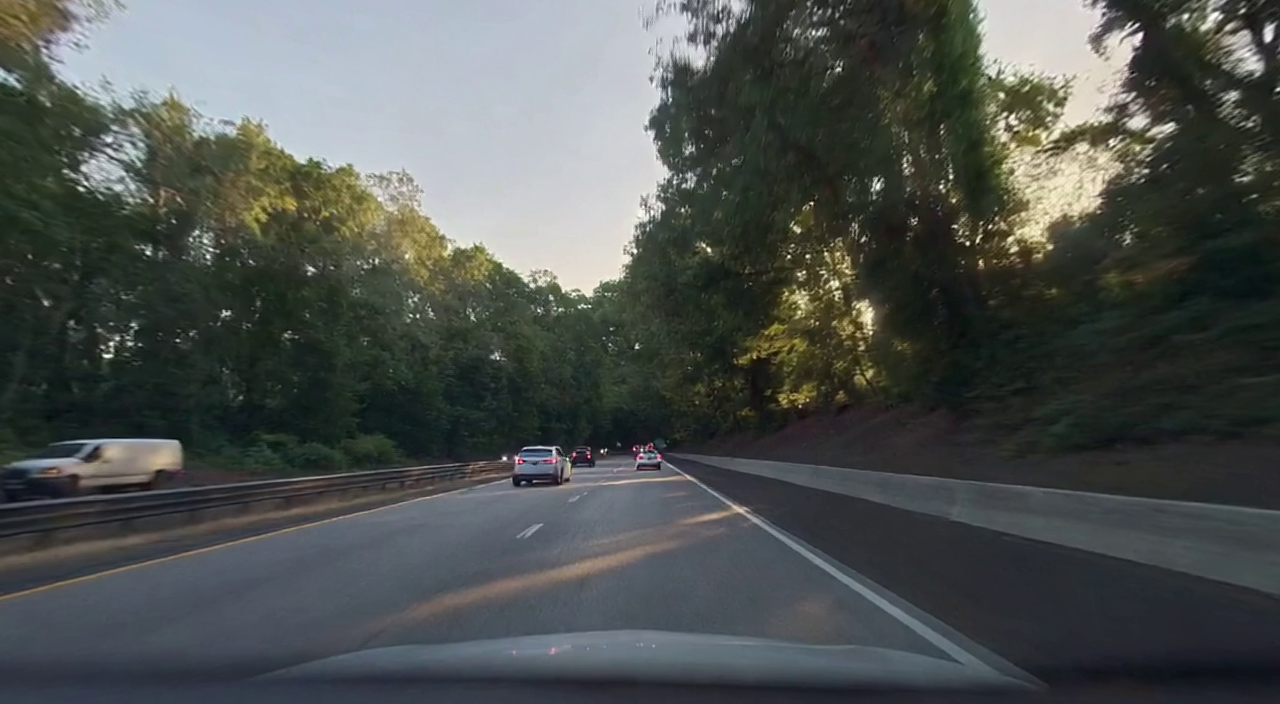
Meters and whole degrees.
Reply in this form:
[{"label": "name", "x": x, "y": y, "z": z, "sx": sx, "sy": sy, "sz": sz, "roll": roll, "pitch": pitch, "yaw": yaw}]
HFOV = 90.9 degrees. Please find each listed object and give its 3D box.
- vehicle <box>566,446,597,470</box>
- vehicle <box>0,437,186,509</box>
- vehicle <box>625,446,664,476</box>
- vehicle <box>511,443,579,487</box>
[{"label": "vehicle", "x": -4.132, "y": 7.555, "z": 45.063, "sx": 1.834, "sy": 1.615, "sz": 3.624, "roll": 0, "pitch": -9, "yaw": 1}, {"label": "vehicle", "x": -16.378, "y": 3.519, "z": 18.784, "sx": 2.052, "sy": 1.835, "sz": 4.760, "roll": 0, "pitch": -9, "yaw": 0}, {"label": "vehicle", "x": 0.220, "y": 5.817, "z": 33.737, "sx": 2.001, "sy": 1.490, "sz": 3.914, "roll": 0, "pitch": -9, "yaw": 0}, {"label": "vehicle", "x": -3.554, "y": 4.306, "z": 24.218, "sx": 1.978, "sy": 1.538, "sz": 3.755, "roll": 0, "pitch": -9, "yaw": 1}]
